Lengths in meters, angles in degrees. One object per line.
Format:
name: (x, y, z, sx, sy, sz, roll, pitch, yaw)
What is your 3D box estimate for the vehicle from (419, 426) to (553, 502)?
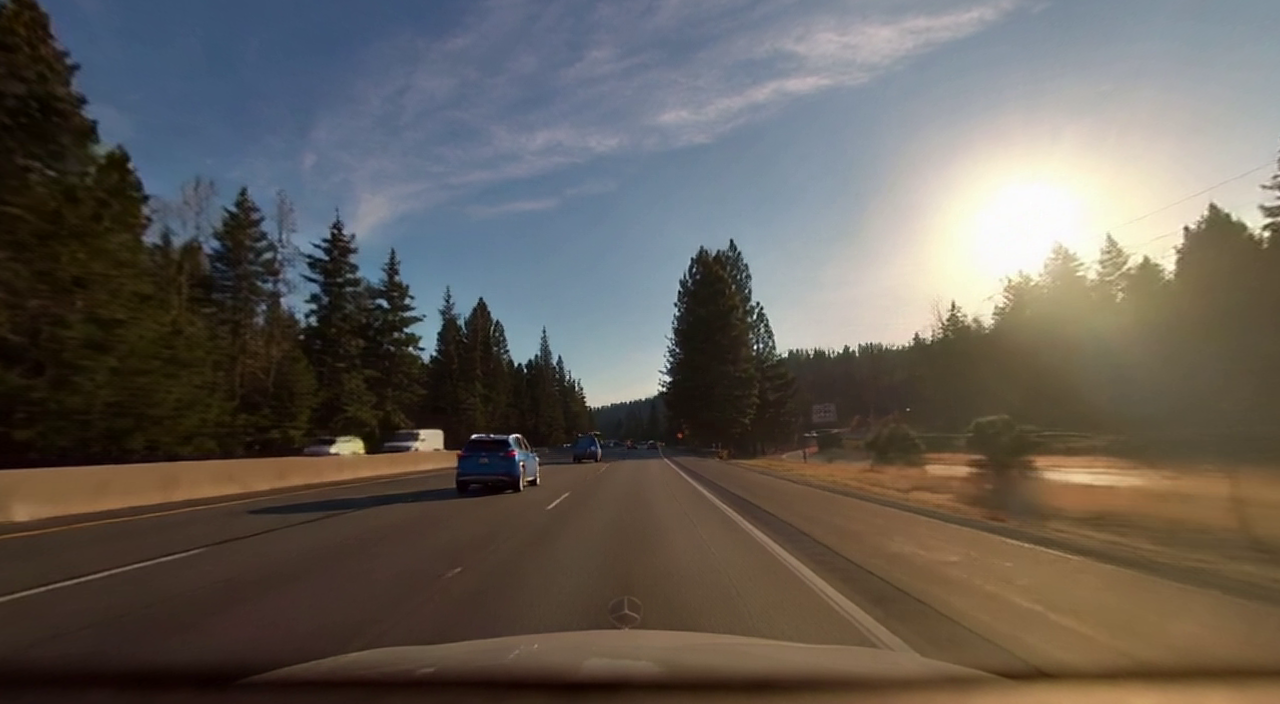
vehicle: (-3.612, 2.733, 15.770, 2.053, 1.589, 4.671, 0, -8, 2)

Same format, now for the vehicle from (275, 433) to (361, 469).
vehicle: (-17.146, 5.303, 33.714, 2.072, 1.769, 4.653, 0, -8, 1)

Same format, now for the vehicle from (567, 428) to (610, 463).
vehicle: (-3.262, 6.040, 40.690, 2.241, 2.095, 4.985, 0, -8, 2)

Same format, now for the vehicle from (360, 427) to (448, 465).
vehicle: (-12.736, 5.144, 34.427, 2.332, 1.841, 5.962, 0, -8, 2)
